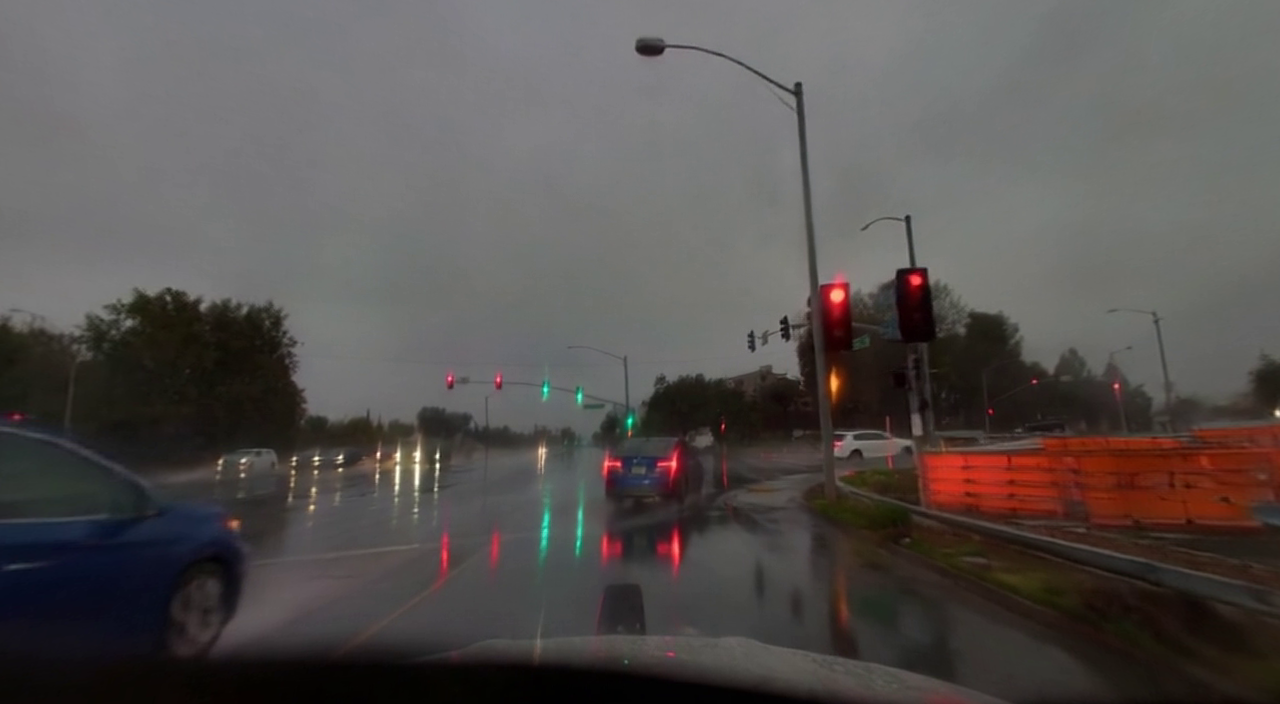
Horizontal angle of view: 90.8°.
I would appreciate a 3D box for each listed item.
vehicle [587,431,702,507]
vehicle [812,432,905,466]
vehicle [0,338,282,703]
[{"bbox_3d":[0.284,2.709,15.039,2.183,1.506,4.286,-1,-9,8],"label":"vehicle"},{"bbox_3d":[10.259,4.511,29.499,4.467,1.477,1.873,6,-11,-37],"label":"vehicle"},{"bbox_3d":[-4.087,0.831,2.646,2.240,1.844,5.043,0,-9,-1],"label":"vehicle"}]
